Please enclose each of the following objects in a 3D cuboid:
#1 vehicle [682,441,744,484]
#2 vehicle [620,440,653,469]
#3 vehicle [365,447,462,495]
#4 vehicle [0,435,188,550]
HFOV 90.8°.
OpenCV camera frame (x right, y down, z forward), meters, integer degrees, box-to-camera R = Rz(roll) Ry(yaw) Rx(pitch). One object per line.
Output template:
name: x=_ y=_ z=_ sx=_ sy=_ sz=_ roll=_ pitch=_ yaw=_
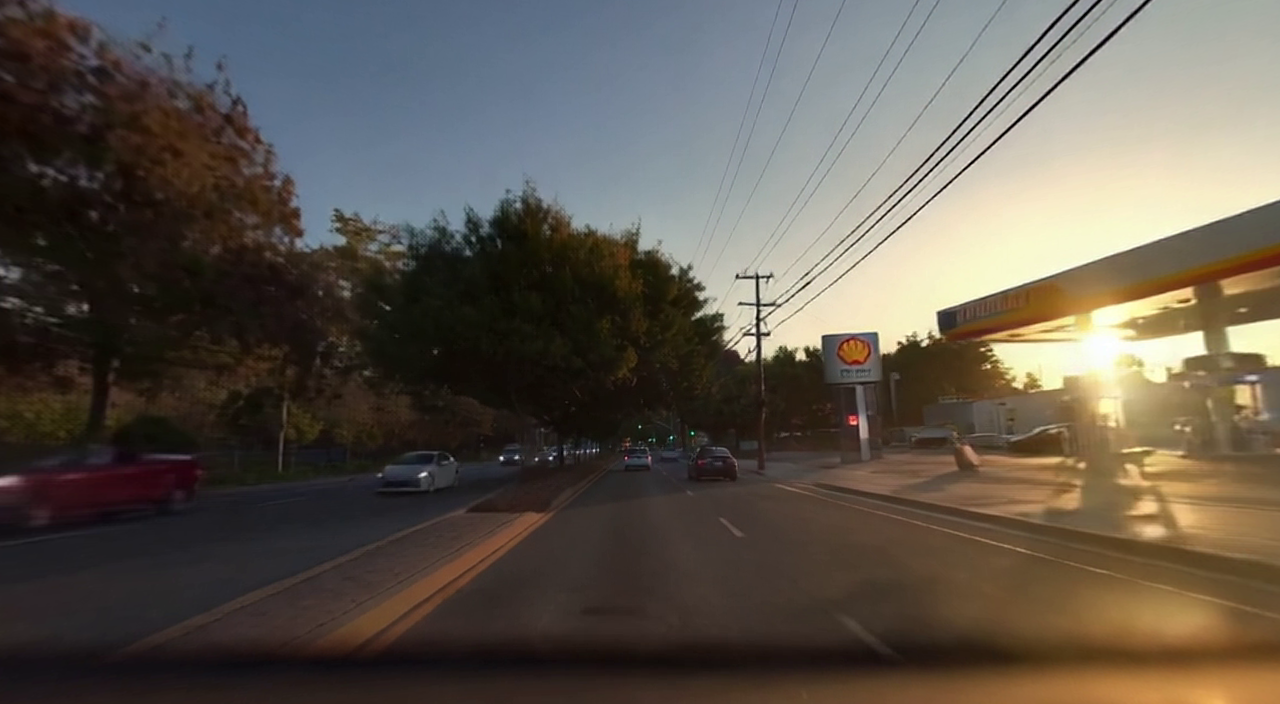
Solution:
vehicle: x=2.918 y=4.531 z=26.189 sx=1.990 sy=1.592 sz=4.294 roll=0 pitch=-8 yaw=-1
vehicle: x=-0.274 y=7.000 z=43.252 sx=2.163 sy=1.825 sz=4.073 roll=-1 pitch=-8 yaw=-1
vehicle: x=-8.382 y=4.410 z=23.881 sx=2.085 sy=1.582 sz=4.305 roll=-1 pitch=-8 yaw=0
vehicle: x=-11.491 y=2.550 z=12.004 sx=2.301 sy=1.827 sz=4.754 roll=0 pitch=-8 yaw=-1
